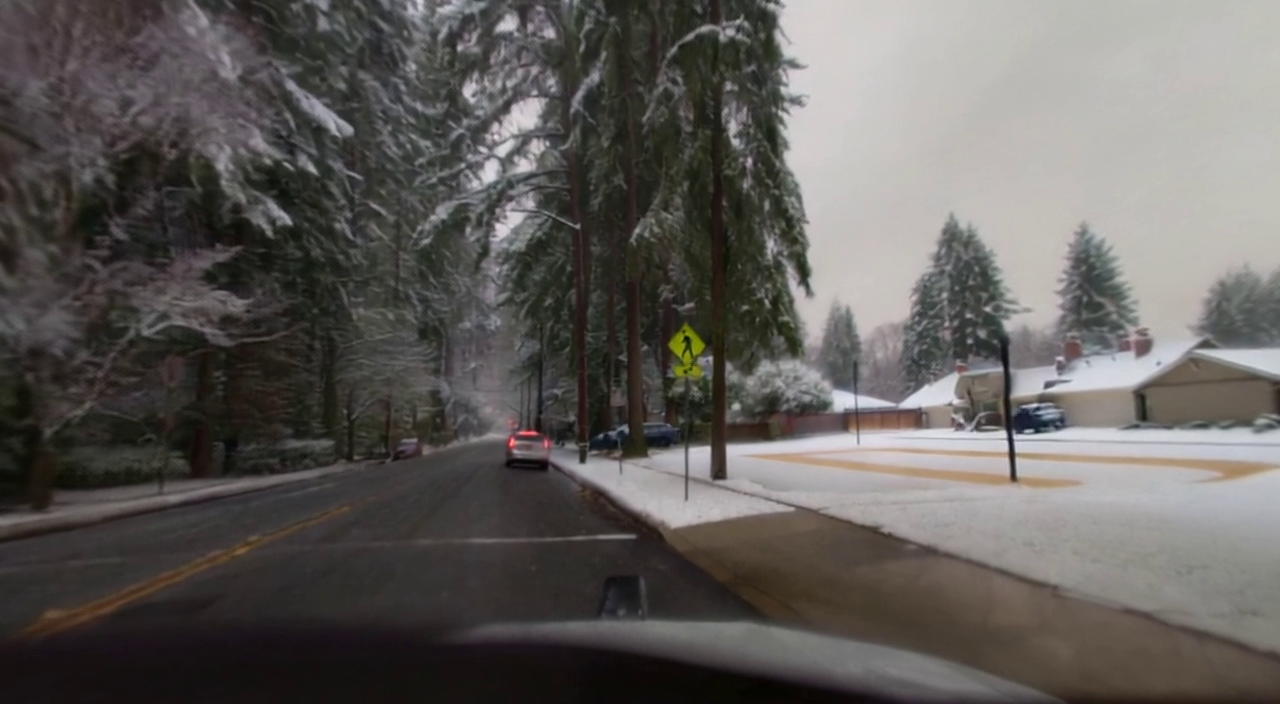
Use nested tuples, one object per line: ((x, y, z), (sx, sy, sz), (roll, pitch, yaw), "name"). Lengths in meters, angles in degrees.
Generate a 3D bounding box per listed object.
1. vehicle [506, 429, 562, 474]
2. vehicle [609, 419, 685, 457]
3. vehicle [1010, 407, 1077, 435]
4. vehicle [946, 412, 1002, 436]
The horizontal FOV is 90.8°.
((-4.755, 4.347, 27.827), (2.204, 1.776, 4.262), (2, -9, -12), "vehicle")
((0.488, 5.155, 38.013), (1.954, 1.696, 4.390), (-9, -5, 44), "vehicle")
((25.121, 4.343, 39.306), (4.481, 1.634, 1.973), (6, -11, -37), "vehicle")
((24.047, 5.209, 45.409), (4.245, 1.601, 1.912), (7, -11, -39), "vehicle")
